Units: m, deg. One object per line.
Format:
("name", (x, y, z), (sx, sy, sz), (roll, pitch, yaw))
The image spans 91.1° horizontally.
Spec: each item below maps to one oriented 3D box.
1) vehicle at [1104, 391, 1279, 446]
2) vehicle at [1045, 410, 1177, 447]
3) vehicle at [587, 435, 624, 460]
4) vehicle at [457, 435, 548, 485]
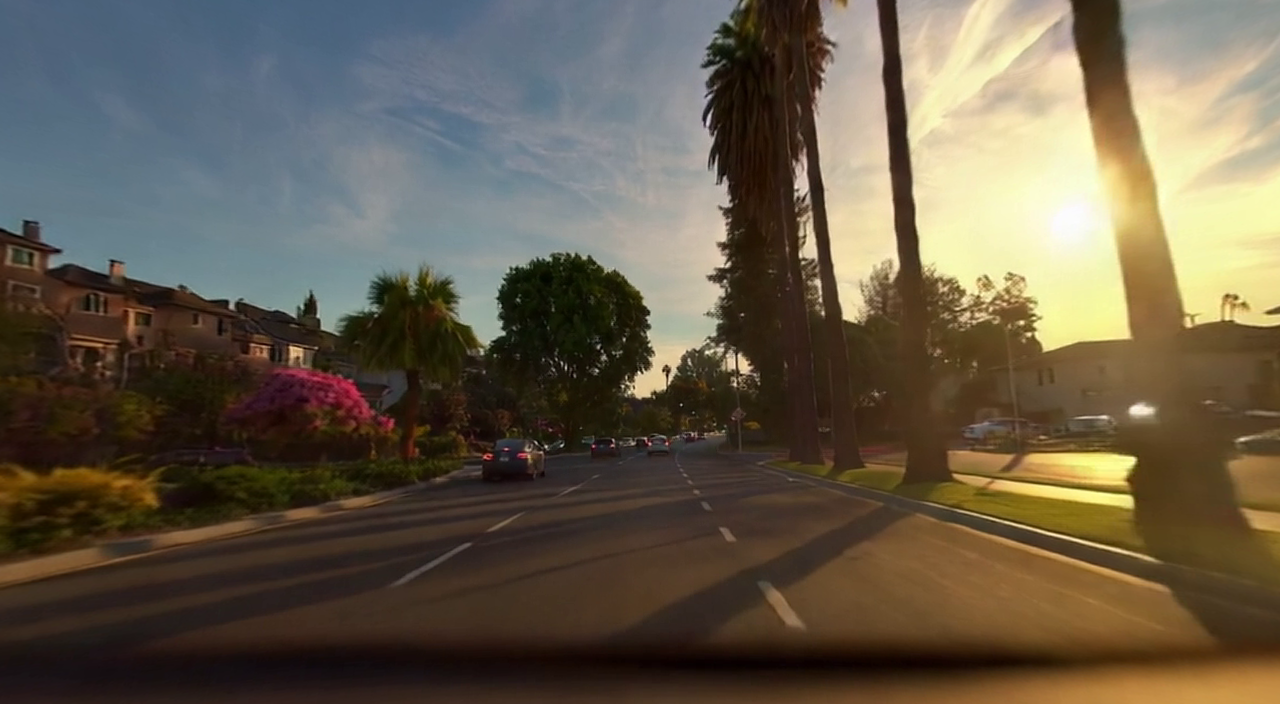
("vehicle", (21.211, 2.593, 24.056), (5.294, 1.978, 2.201), (1, -8, -7))
("vehicle", (21.555, 3.531, 28.876), (4.366, 1.617, 2.096), (0, -8, 0))
("vehicle", (-2.538, 7.247, 47.698), (2.188, 1.819, 4.667), (-1, -8, 4))
("vehicle", (-4.411, 3.550, 20.952), (2.036, 1.478, 4.508), (0, -8, 0))
